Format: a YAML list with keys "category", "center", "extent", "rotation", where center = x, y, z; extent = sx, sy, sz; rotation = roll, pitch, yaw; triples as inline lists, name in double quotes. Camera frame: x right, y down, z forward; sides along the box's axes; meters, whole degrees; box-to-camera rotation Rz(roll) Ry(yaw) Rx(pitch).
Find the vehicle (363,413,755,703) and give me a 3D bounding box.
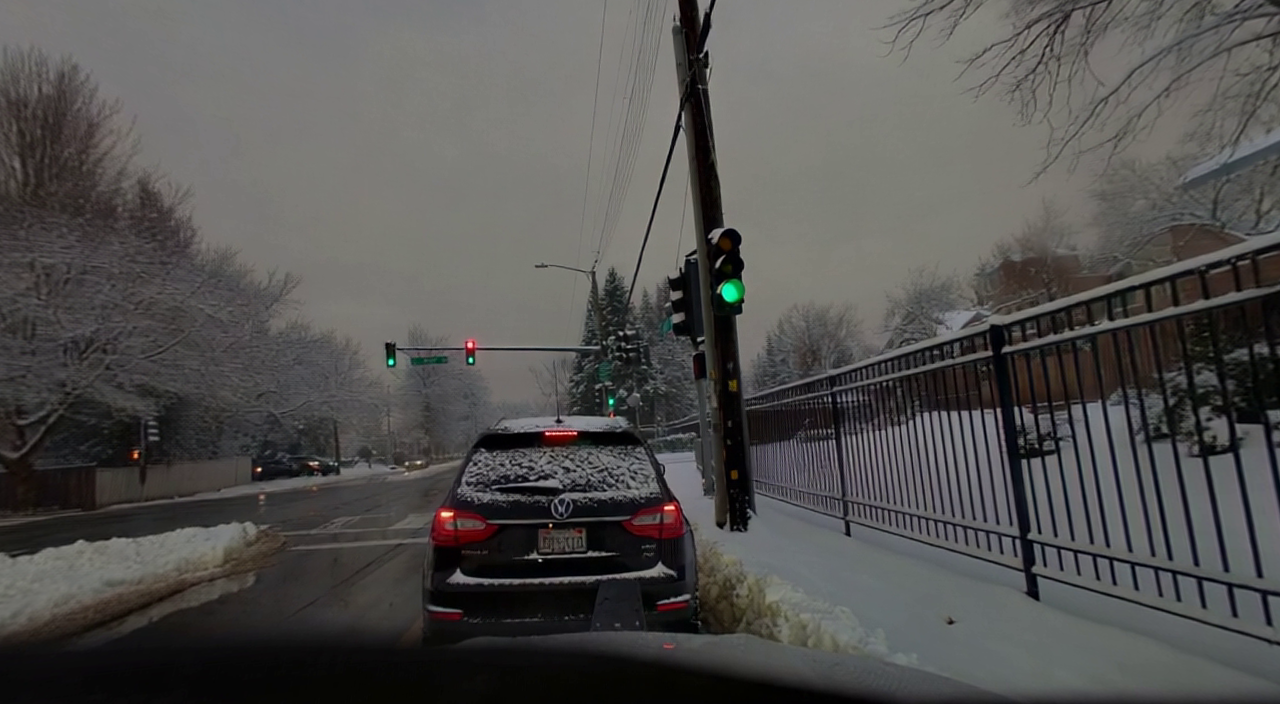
- category: "vehicle"
  center: [-0.668, 1.356, 5.201]
  extent: [2.024, 1.502, 3.702]
  rotation: [1, -9, -9]
